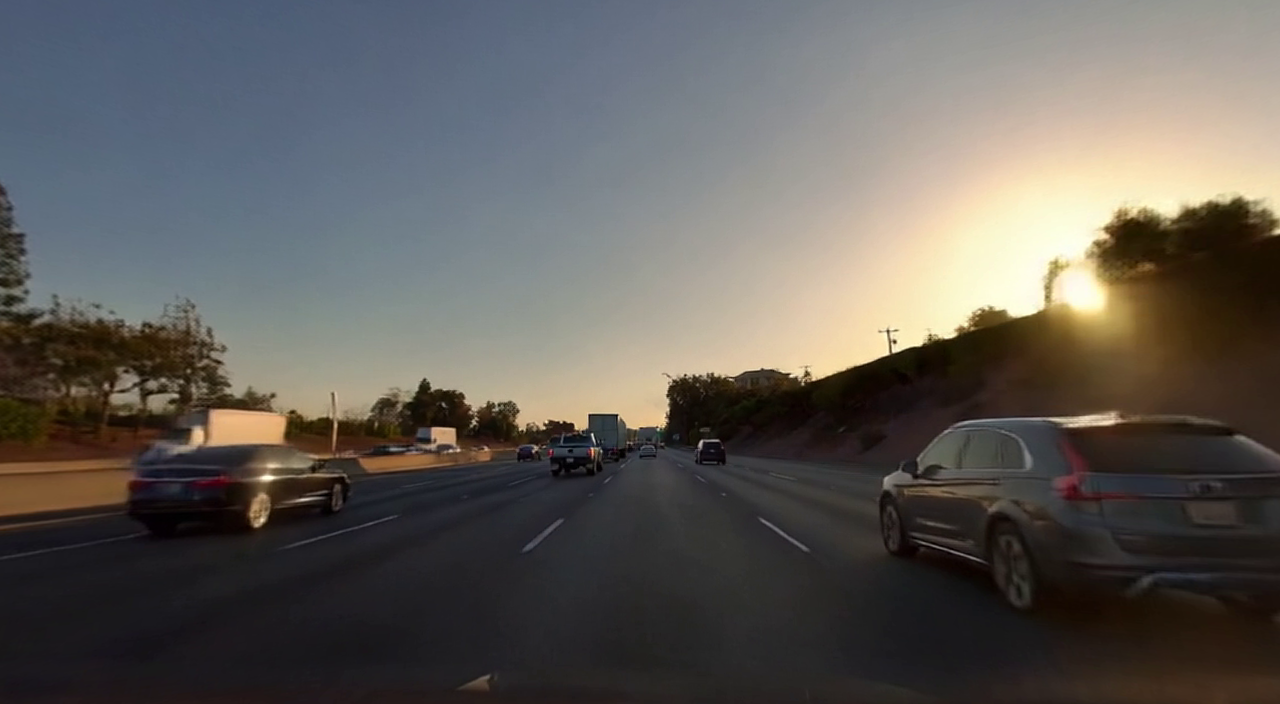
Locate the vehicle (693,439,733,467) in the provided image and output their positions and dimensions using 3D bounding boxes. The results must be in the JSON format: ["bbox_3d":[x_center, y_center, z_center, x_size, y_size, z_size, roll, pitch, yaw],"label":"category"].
[{"bbox_3d":[4.605,6.426,40.384,2.026,1.661,3.865,0,-8,-1],"label":"vehicle"}]

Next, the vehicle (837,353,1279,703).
[{"bbox_3d":[3.180,1.140,4.690,2.028,1.658,4.334,0,-8,0],"label":"vehicle"}]

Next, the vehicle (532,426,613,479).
[{"bbox_3d":[-2.772,4.401,27.792,2.645,2.023,6.491,-1,-8,2],"label":"vehicle"}]

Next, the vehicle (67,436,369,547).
[{"bbox_3d":[-6.716,2.229,10.797,2.235,1.506,4.159,0,-8,1],"label":"vehicle"}]
